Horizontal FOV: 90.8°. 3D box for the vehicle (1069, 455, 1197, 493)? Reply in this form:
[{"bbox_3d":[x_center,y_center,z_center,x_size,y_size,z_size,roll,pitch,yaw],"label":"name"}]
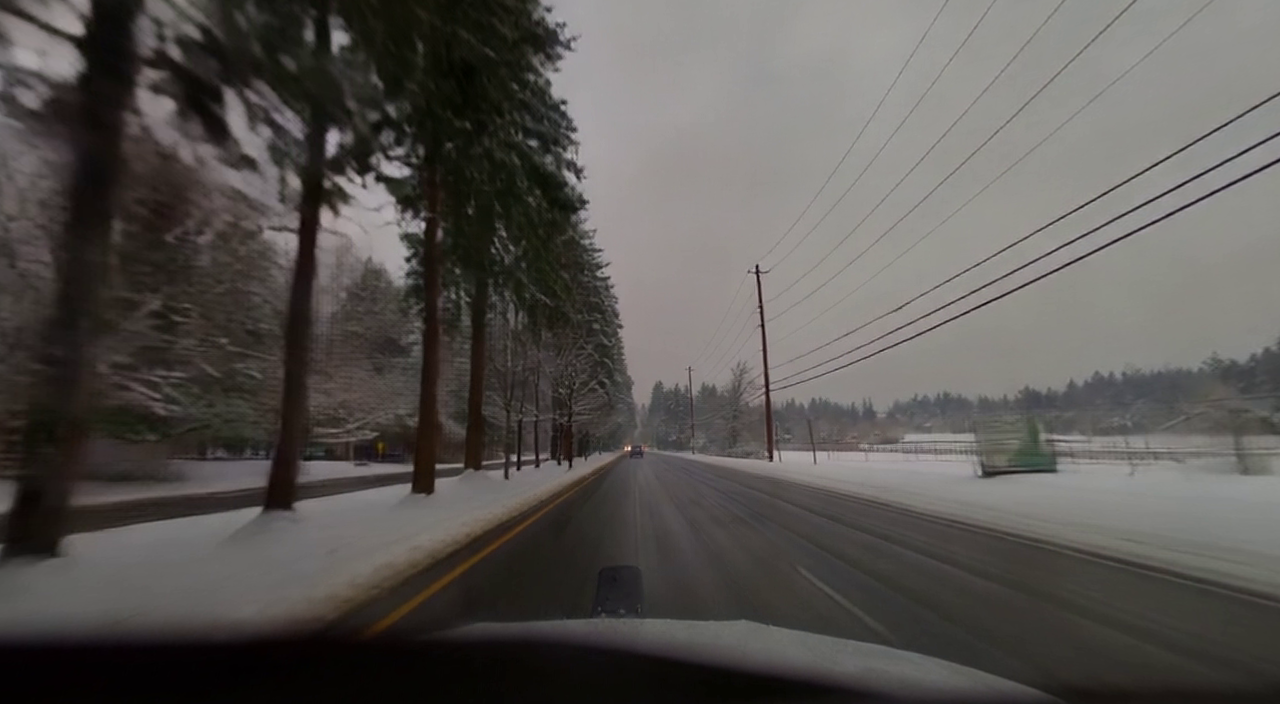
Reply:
[{"bbox_3d":[23.787,5.898,30.624,4.519,1.658,1.911,-1,-8,0],"label":"vehicle"}]

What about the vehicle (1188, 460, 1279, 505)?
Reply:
[{"bbox_3d":[24.040,4.962,24.232,4.271,1.542,1.887,0,-8,-3],"label":"vehicle"}]
